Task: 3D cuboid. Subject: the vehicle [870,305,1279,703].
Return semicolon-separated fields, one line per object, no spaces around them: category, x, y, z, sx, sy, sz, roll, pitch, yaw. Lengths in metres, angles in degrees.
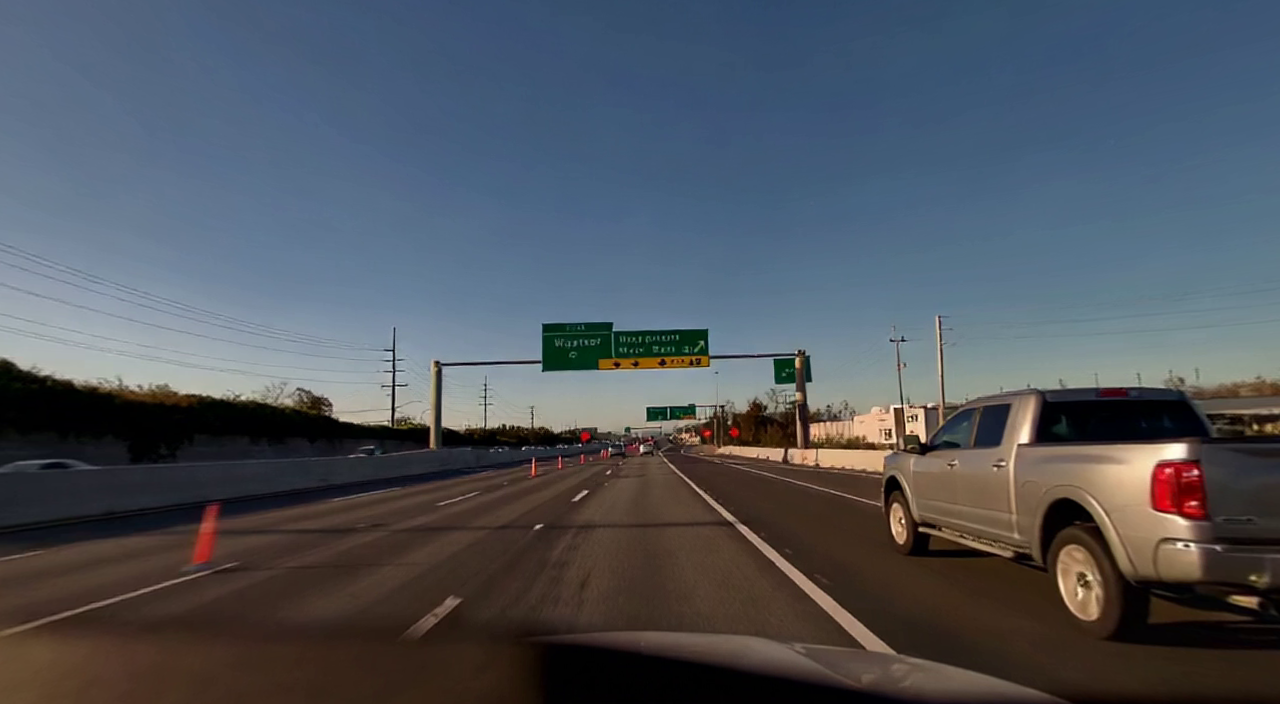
vehicle;3.766;1.023;4.607;2.186;1.840;5.289;0;-8;0
